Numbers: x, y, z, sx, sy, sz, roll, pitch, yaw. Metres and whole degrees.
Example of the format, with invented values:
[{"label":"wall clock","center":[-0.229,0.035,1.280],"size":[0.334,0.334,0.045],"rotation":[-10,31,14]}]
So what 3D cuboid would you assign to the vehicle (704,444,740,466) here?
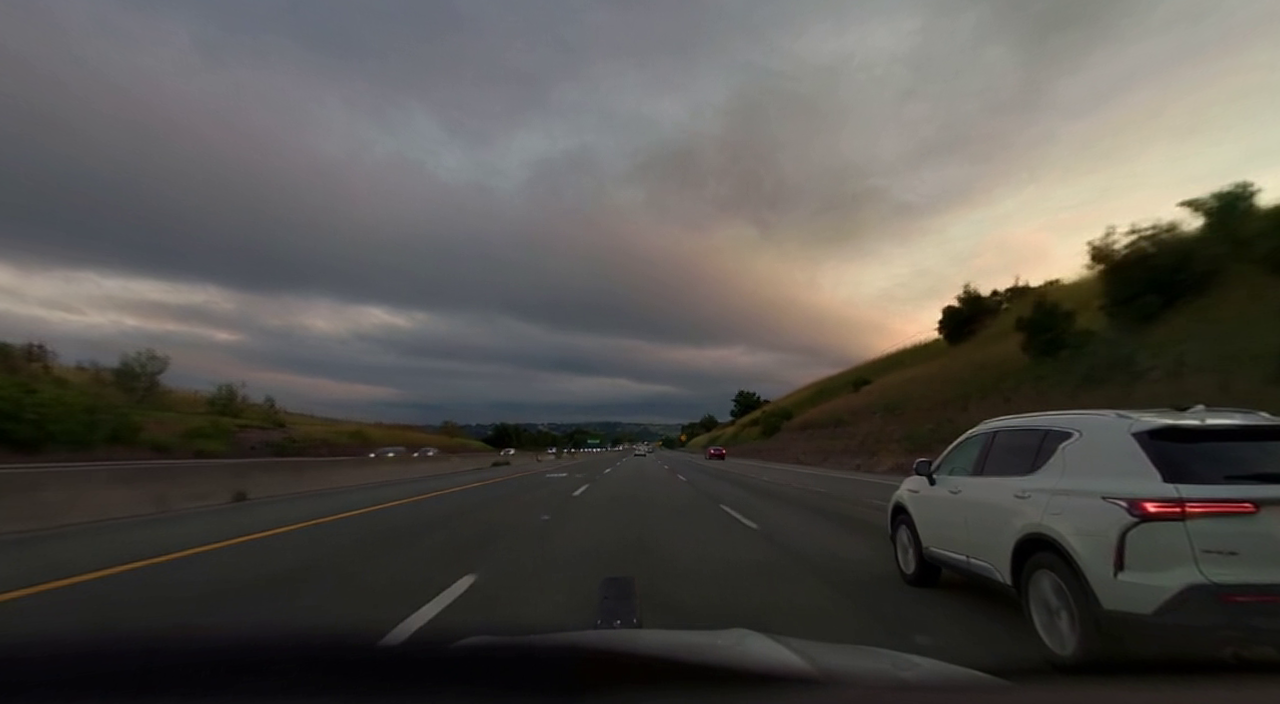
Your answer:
[{"label":"vehicle","center":[6.422,8.149,49.570],"size":[2.006,1.652,4.417],"rotation":[0,-9,-3]}]

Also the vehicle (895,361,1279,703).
[{"label":"vehicle","center":[3.491,1.156,4.163],"size":[1.784,1.733,4.141],"rotation":[0,-9,-1]}]
